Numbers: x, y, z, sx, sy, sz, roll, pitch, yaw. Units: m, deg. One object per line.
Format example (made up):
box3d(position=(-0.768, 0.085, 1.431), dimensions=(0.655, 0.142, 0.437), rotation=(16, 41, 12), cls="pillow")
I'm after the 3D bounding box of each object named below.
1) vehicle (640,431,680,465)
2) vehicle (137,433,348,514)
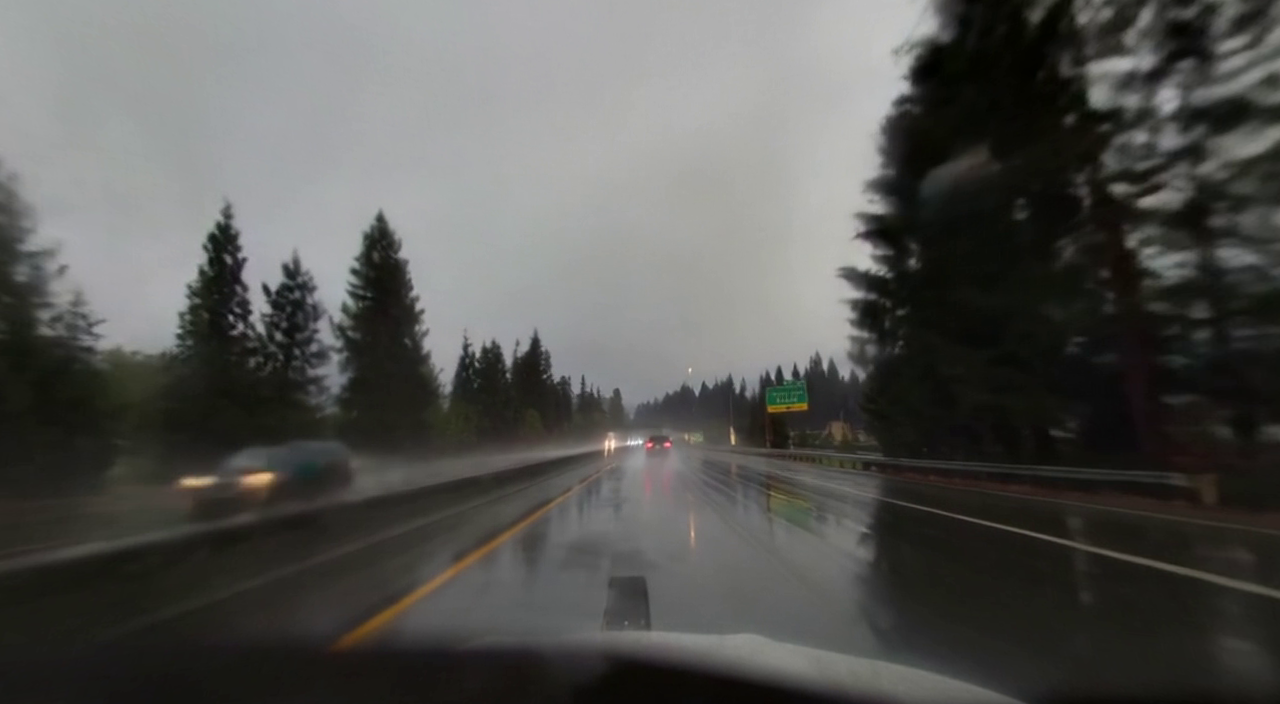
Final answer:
box3d(position=(1.236, 5.886, 38.692), dimensions=(2.301, 1.944, 4.554), rotation=(0, -8, 2), cls="vehicle")
box3d(position=(-8.238, 2.517, 13.574), dimensions=(1.865, 1.485, 3.974), rotation=(0, -8, 1), cls="vehicle")
